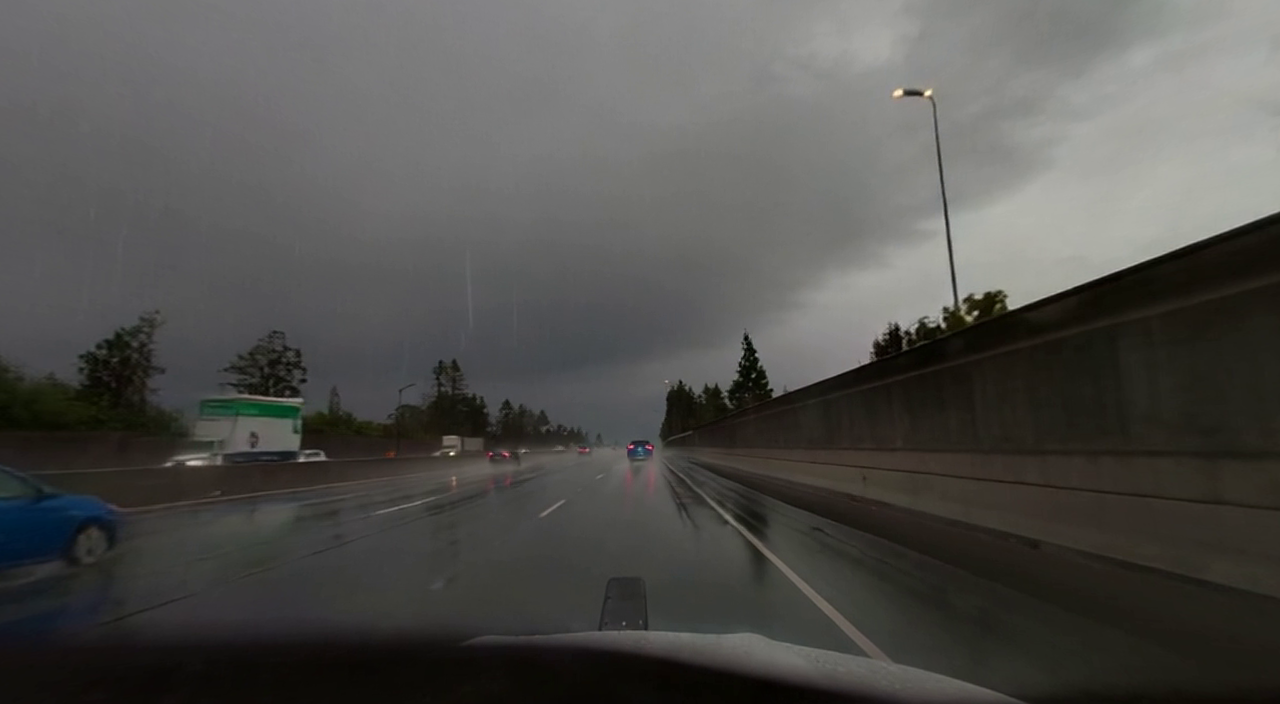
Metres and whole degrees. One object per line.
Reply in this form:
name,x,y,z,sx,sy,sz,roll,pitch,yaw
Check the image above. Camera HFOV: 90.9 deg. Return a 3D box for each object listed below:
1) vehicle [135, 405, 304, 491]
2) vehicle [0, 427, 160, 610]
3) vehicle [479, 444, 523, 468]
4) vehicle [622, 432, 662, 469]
vehicle,-14.184,3.313,21.792,2.499,2.625,4.804,0,-9,-1
vehicle,-6.633,1.383,5.024,2.116,1.570,4.377,0,-8,0
vehicle,-10.122,7.587,46.140,2.037,1.661,4.885,0,-8,1
vehicle,0.103,6.153,39.491,2.318,2.145,4.561,0,-8,0
